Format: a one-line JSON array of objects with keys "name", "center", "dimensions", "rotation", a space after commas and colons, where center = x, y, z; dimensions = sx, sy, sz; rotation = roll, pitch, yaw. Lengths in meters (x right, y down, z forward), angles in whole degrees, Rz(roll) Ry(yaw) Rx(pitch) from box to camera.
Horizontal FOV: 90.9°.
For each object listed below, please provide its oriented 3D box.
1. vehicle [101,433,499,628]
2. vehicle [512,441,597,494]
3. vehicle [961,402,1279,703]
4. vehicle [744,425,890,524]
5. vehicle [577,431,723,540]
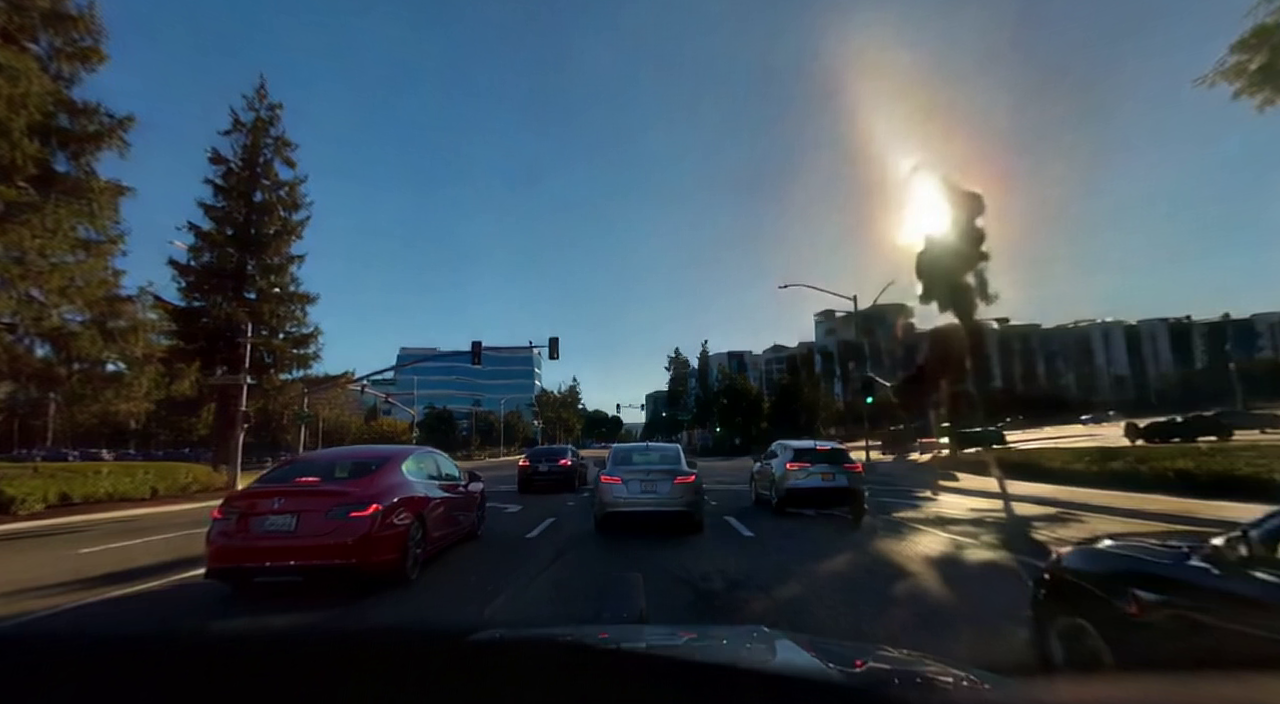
[{"name": "vehicle", "center": [-3.133, 1.711, 7.135], "dimensions": [2.015, 1.478, 4.407], "rotation": [0, -8, 0]}, {"name": "vehicle", "center": [-2.707, 3.773, 20.981], "dimensions": [2.089, 1.537, 4.073], "rotation": [-1, -9, 2]}, {"name": "vehicle", "center": [3.322, 0.934, 2.208], "dimensions": [1.951, 1.522, 4.614], "rotation": [0, -8, 0]}, {"name": "vehicle", "center": [3.495, 2.490, 13.328], "dimensions": [1.938, 1.732, 4.006], "rotation": [1, -8, 0]}, {"name": "vehicle", "center": [0.137, 2.286, 11.436], "dimensions": [2.144, 1.563, 4.218], "rotation": [0, -8, 0]}]
